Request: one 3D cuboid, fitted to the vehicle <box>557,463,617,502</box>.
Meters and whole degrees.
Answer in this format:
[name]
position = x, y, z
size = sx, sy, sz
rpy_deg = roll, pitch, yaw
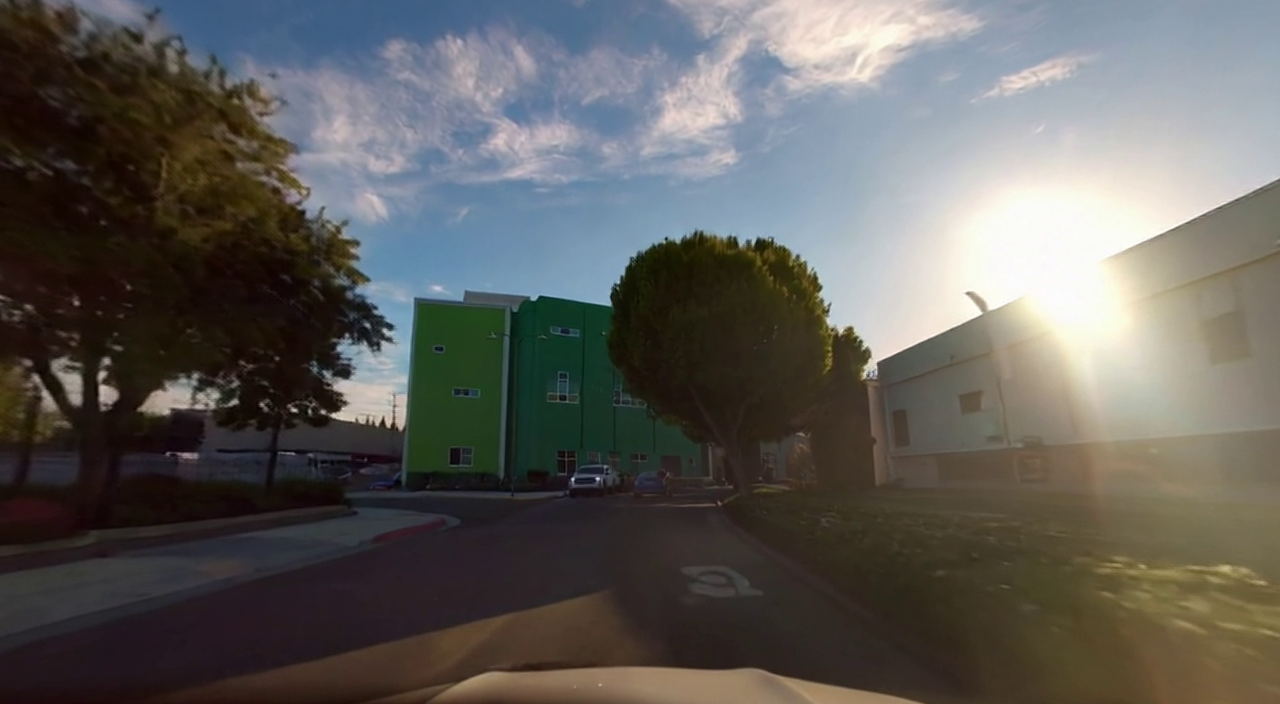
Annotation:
[vehicle]
position = -2.649, 6.690, 32.564
size = 2.022, 1.776, 4.625
rpy_deg = -2, -10, 9
